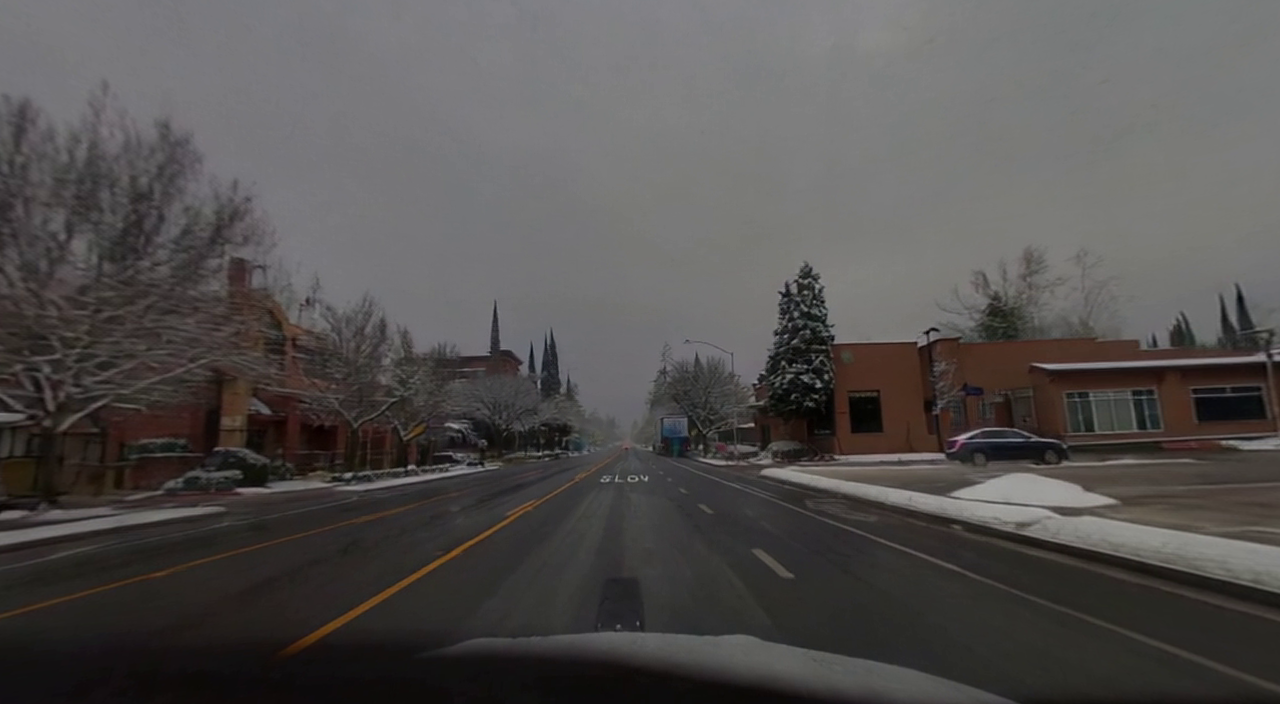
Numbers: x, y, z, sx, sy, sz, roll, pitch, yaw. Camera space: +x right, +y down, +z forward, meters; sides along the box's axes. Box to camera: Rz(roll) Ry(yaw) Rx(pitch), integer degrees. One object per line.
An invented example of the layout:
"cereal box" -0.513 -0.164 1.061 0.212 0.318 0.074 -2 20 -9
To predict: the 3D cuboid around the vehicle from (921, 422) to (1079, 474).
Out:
"vehicle" 12.604 3.413 22.424 4.554 1.668 1.974 -5 -10 27
